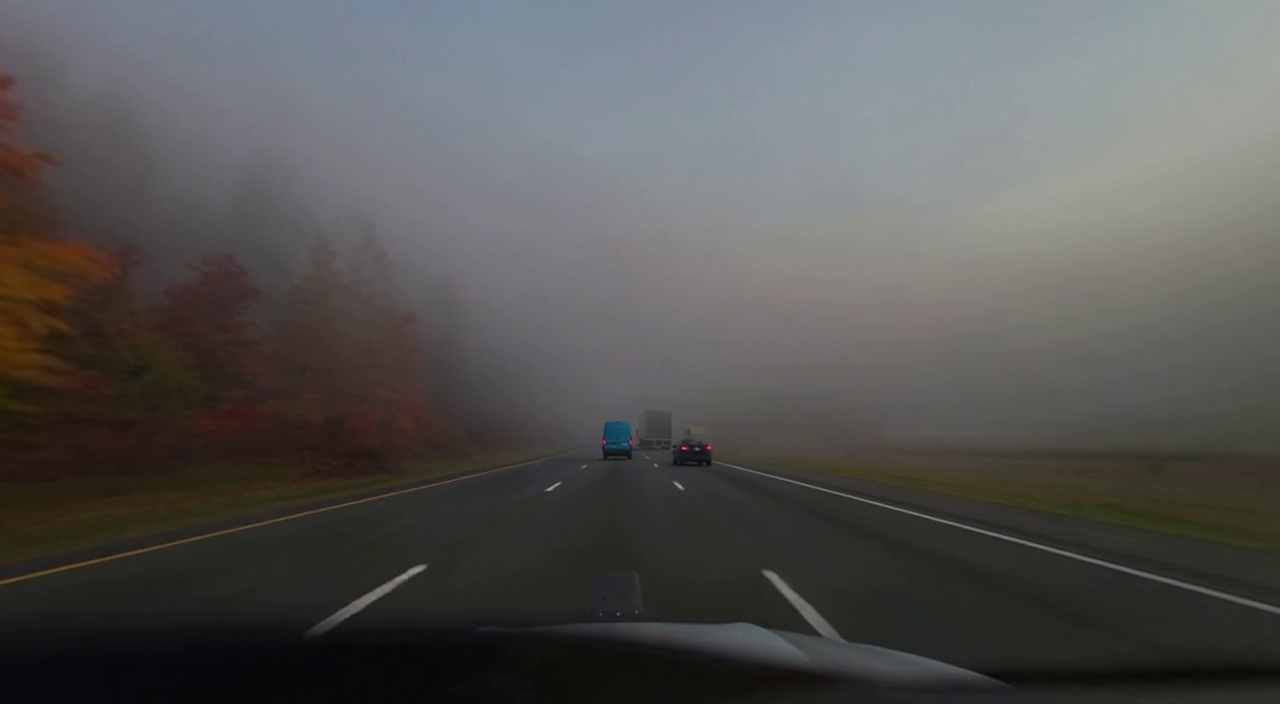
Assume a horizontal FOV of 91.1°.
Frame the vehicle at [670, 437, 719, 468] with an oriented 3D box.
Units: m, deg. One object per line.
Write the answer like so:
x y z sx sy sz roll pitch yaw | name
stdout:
2.744 5.130 32.460 1.962 1.508 4.363 0 -8 -3 | vehicle

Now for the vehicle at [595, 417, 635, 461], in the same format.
-1.521 5.600 40.426 2.389 2.637 5.437 0 -8 -1 | vehicle
